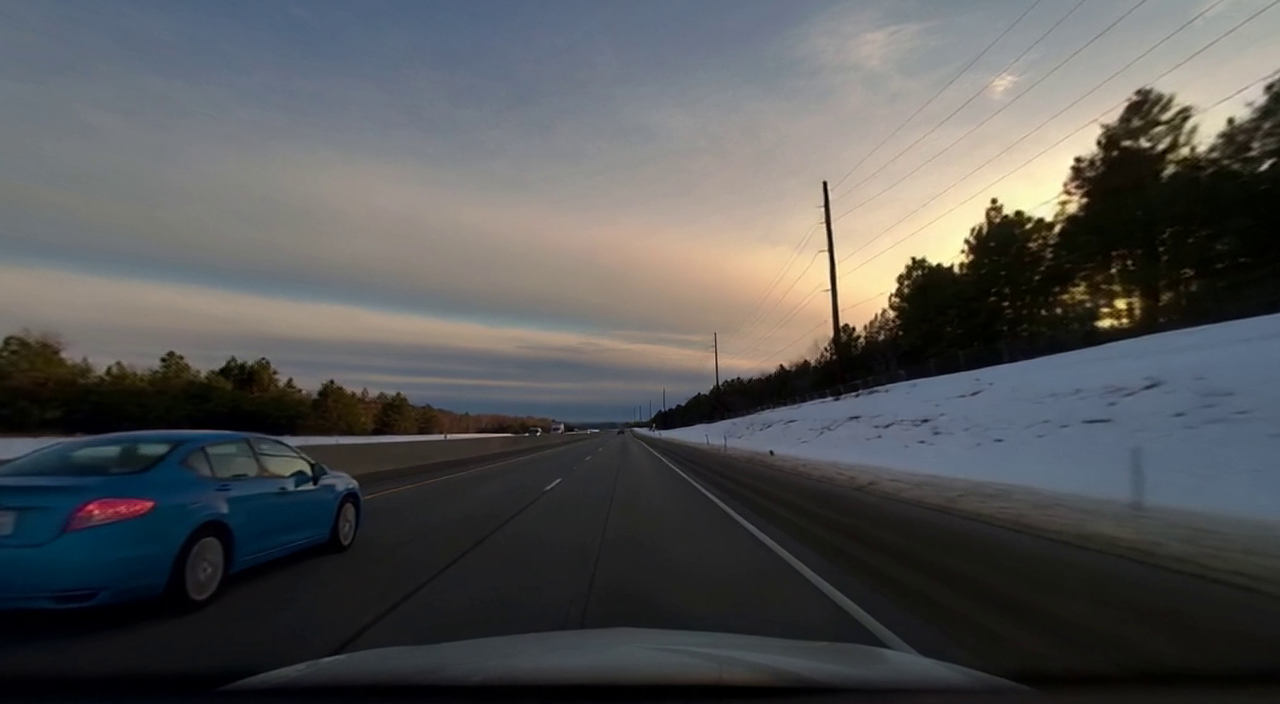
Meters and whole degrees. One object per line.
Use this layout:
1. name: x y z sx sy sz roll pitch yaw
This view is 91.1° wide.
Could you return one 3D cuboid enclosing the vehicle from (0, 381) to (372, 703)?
1. vehicle: -3.930 1.164 4.821 1.999 1.536 3.969 0 -8 0
